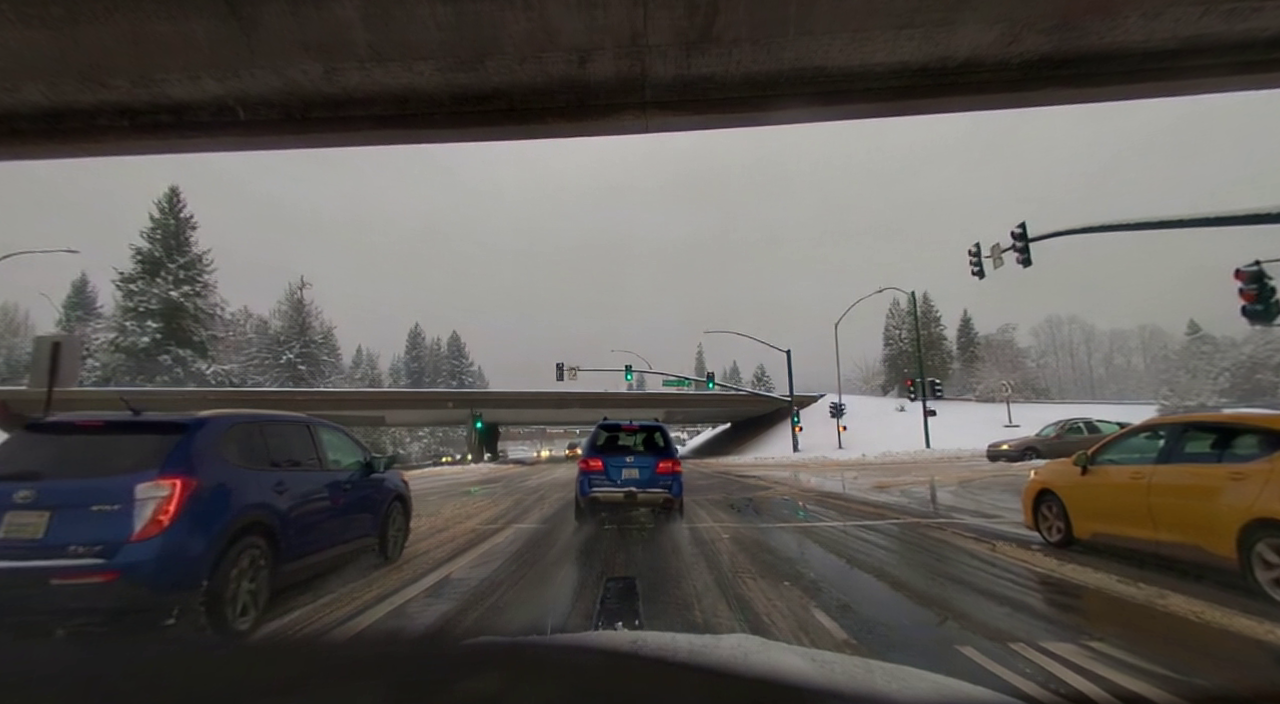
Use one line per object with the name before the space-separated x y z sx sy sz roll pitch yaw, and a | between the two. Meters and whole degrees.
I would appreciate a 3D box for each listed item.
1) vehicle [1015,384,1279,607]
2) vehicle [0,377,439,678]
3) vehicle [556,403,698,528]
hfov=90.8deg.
vehicle | 6.208 1.354 6.456 2.074 1.785 4.320 0 -8 0
vehicle | -3.770 1.378 6.150 2.060 1.768 4.681 0 -8 0
vehicle | -0.279 2.212 12.815 2.342 2.026 4.642 0 -8 -2
